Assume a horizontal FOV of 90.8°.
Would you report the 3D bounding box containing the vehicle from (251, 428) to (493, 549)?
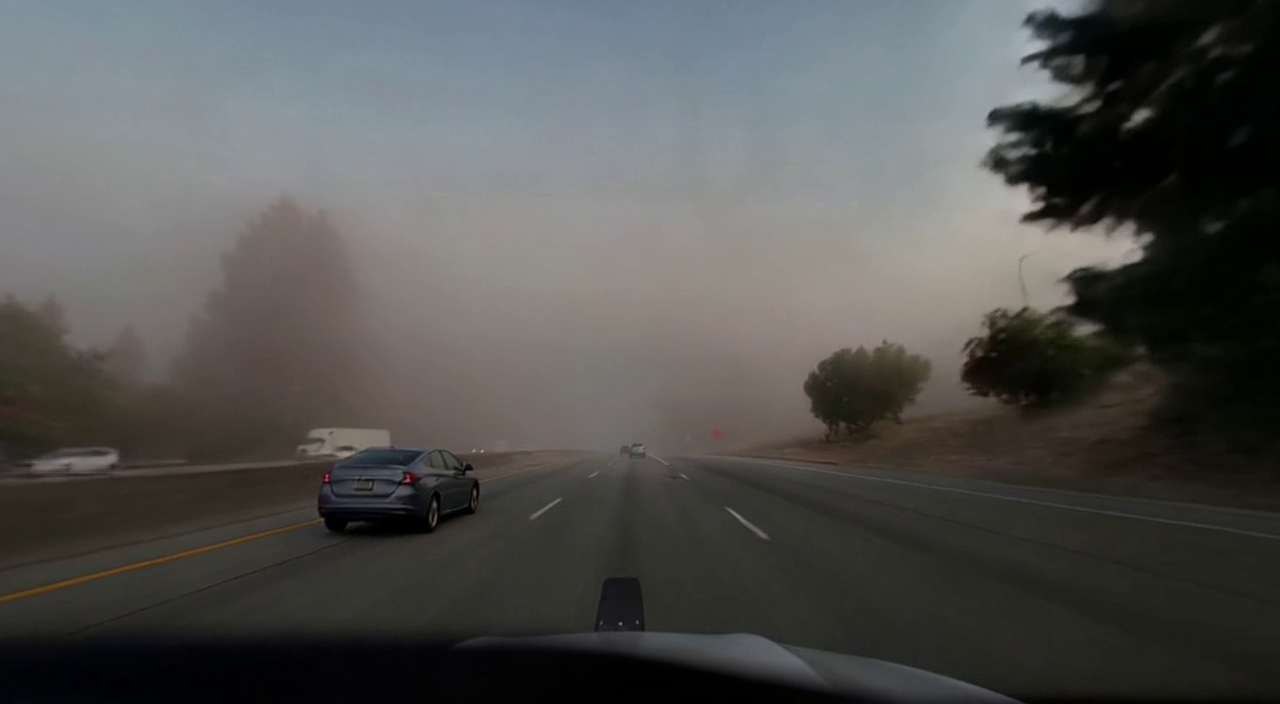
[{"bbox_3d":[-3.980,2.086,10.386,2.050,1.547,4.266,0,-8,1],"label":"vehicle"}]
